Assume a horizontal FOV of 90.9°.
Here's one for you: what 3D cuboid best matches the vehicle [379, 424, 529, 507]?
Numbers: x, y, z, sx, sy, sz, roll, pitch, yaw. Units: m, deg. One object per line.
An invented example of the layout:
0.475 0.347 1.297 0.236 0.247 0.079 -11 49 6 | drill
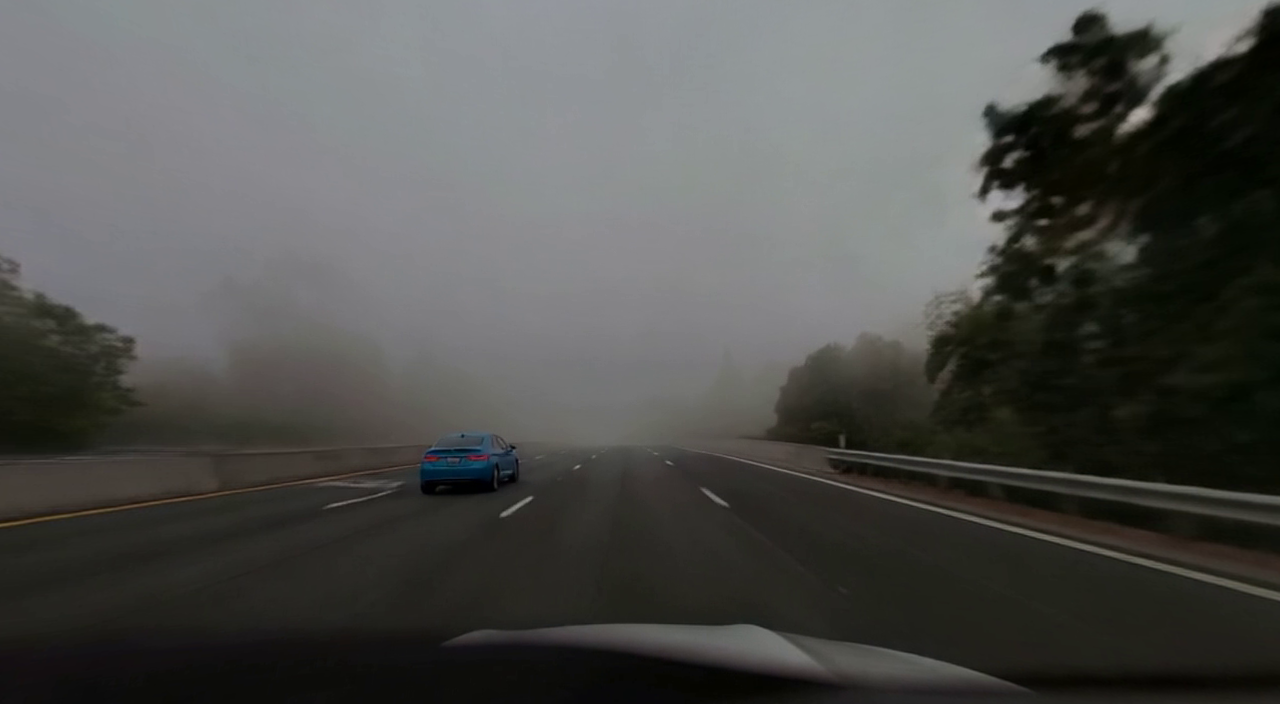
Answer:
-3.817 2.390 13.844 2.026 1.517 4.325 0 -8 -1 | vehicle
